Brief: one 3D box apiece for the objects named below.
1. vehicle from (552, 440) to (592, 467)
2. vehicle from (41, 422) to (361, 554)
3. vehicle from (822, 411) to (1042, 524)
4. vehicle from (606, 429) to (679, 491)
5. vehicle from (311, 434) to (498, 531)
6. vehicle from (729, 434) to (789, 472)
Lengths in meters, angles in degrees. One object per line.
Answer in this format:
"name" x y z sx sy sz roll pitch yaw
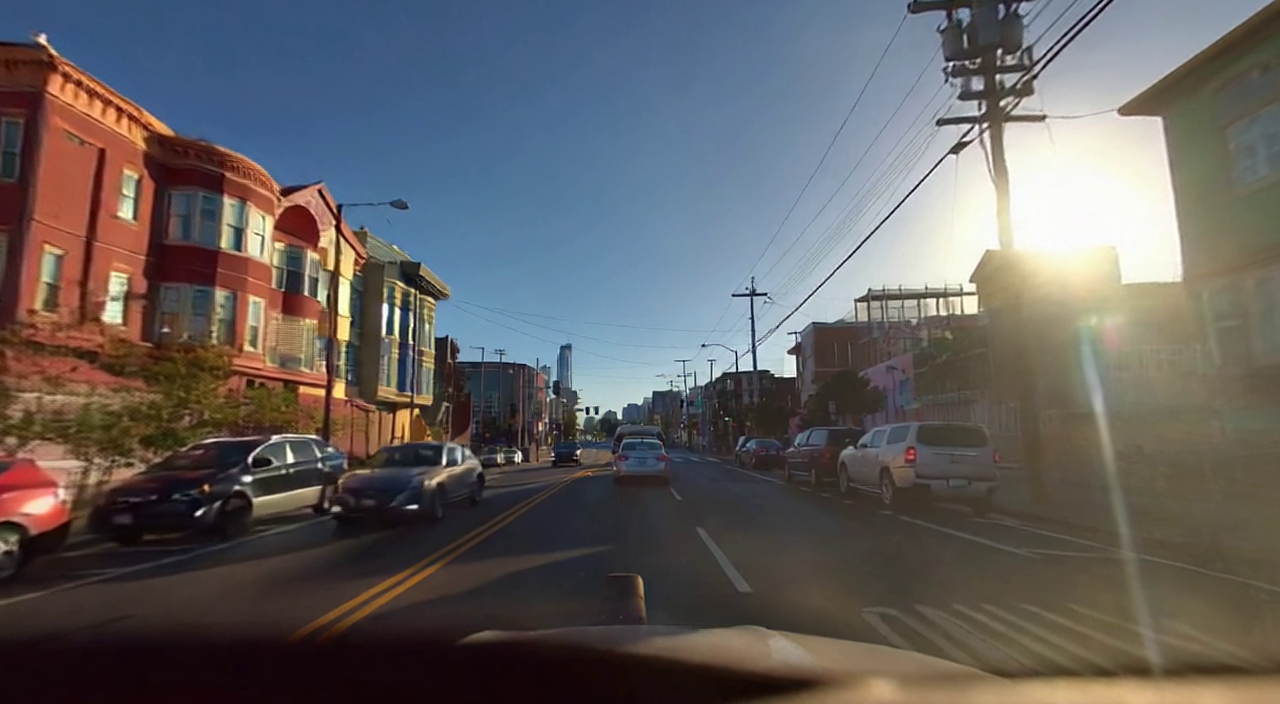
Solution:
"vehicle" -4.103 6.197 38.715 1.968 1.524 4.304 0 -8 0
"vehicle" -7.401 2.283 11.639 2.095 1.847 5.290 0 -8 0
"vehicle" 6.246 2.562 14.664 2.203 2.052 5.975 0 -8 0
"vehicle" 0.082 3.190 18.927 1.980 1.635 3.795 0 -8 0
"vehicle" -4.234 2.396 12.267 1.944 1.515 4.428 0 -8 0
"vehicle" 6.384 5.512 34.667 2.197 1.917 5.637 0 -8 0
